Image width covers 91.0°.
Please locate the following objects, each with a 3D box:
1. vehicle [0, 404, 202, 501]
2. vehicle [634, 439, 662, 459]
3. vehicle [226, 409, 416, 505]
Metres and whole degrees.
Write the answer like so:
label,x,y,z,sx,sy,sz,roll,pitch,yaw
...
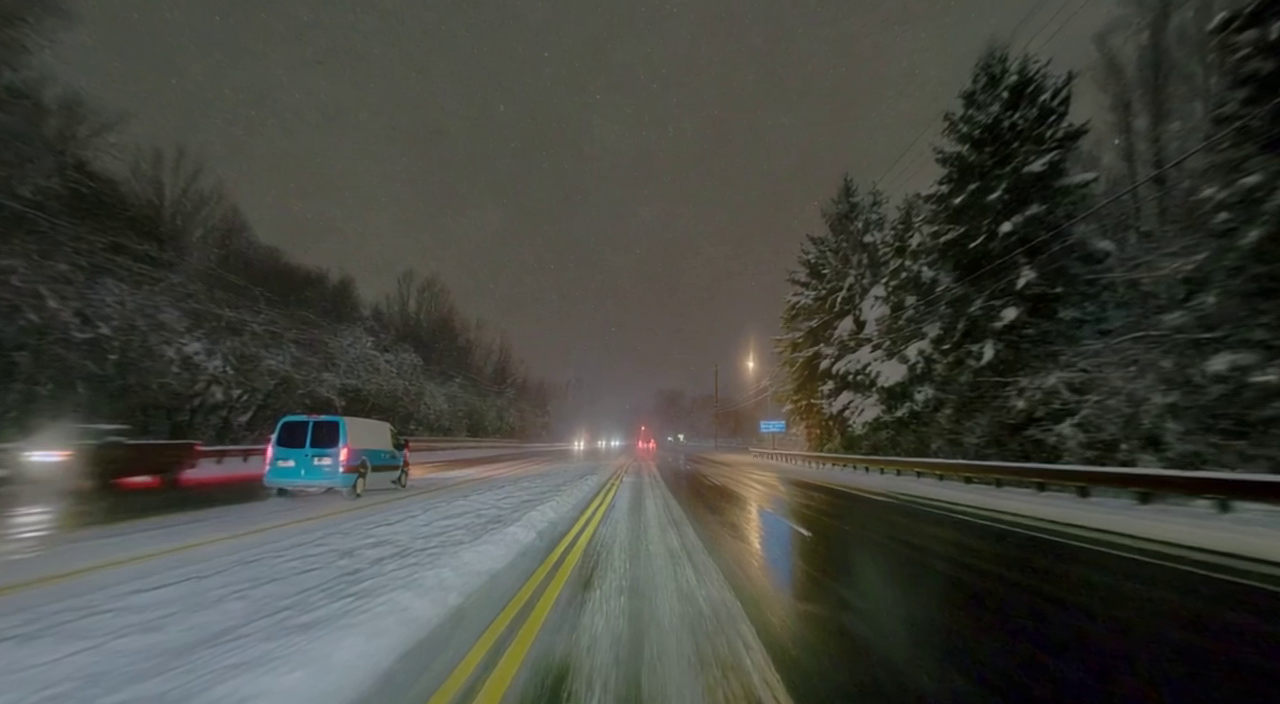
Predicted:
label,x,y,z,sx,sy,sz,roll,pitch,yaw
vehicle,-13.907,2.465,15.745,2.103,2.019,5.093,0,-8,1
vehicle,0.646,7.461,48.457,2.061,1.469,3.782,0,-8,1
vehicle,-7.115,2.393,14.692,2.068,1.897,4.372,0,-8,1
